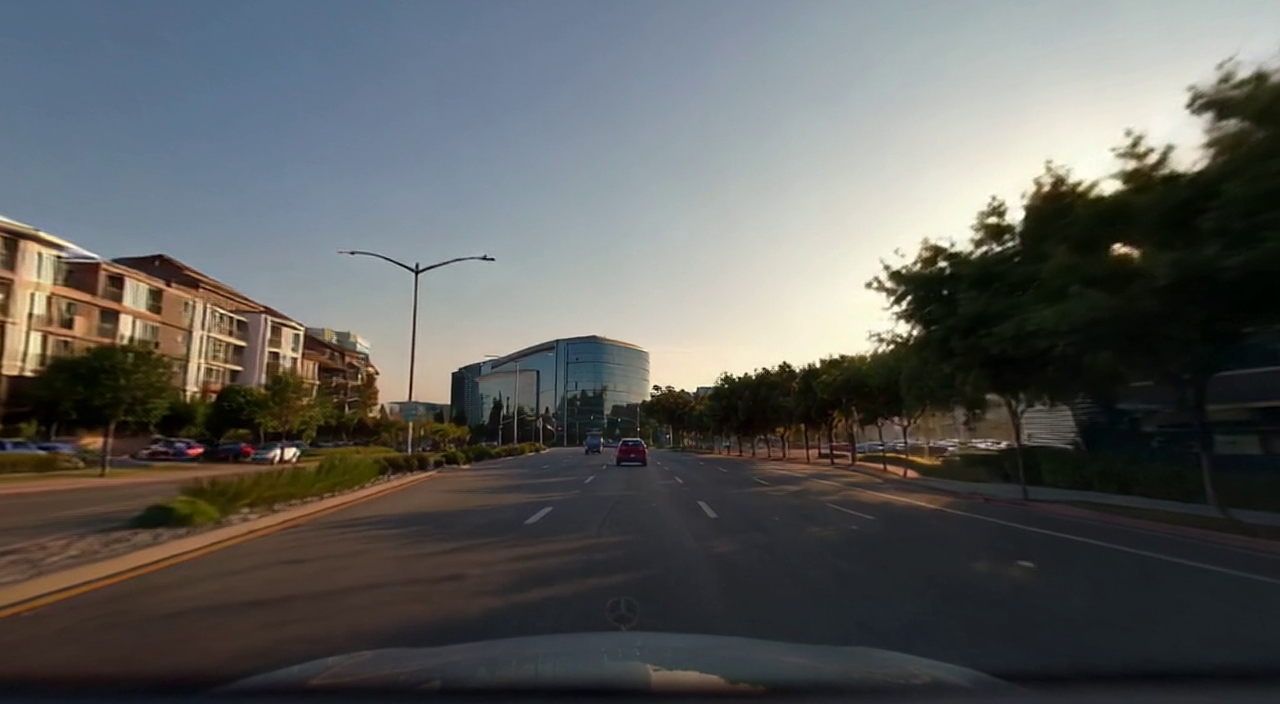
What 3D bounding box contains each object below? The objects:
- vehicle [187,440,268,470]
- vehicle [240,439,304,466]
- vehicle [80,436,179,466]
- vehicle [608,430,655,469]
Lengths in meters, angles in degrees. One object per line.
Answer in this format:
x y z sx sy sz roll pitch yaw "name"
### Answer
-26.926 6.698 41.435 1.992 1.798 4.987 0 -8 -1 "vehicle"
-27.203 7.447 46.915 1.978 1.835 4.932 0 -8 -3 "vehicle"
-35.357 6.898 44.013 2.181 1.913 5.591 0 -9 0 "vehicle"
-0.416 5.028 32.671 2.260 1.872 4.578 0 -8 0 "vehicle"
